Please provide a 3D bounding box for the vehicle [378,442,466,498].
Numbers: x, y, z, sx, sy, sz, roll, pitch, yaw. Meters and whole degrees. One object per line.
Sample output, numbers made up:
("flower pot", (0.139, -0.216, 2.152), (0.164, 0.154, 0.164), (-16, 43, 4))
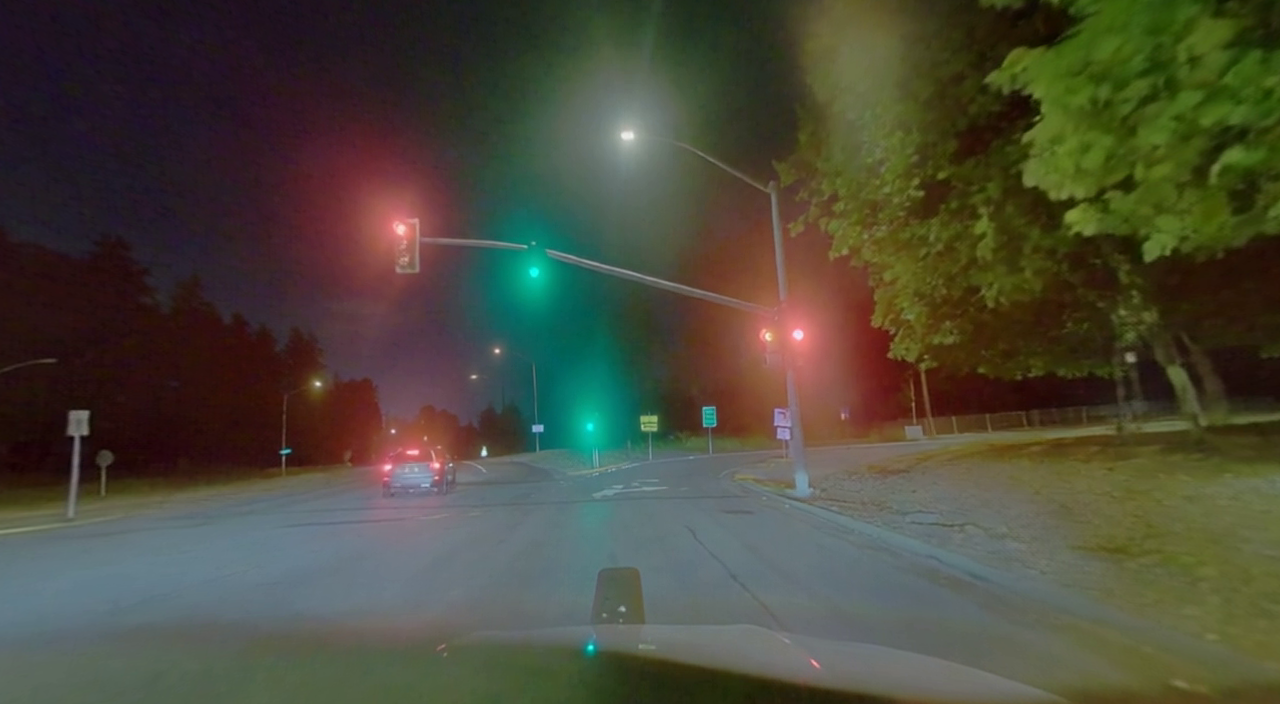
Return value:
("vehicle", (-7.388, 4.001, 21.921), (2.134, 1.707, 4.471), (1, -9, -9))
